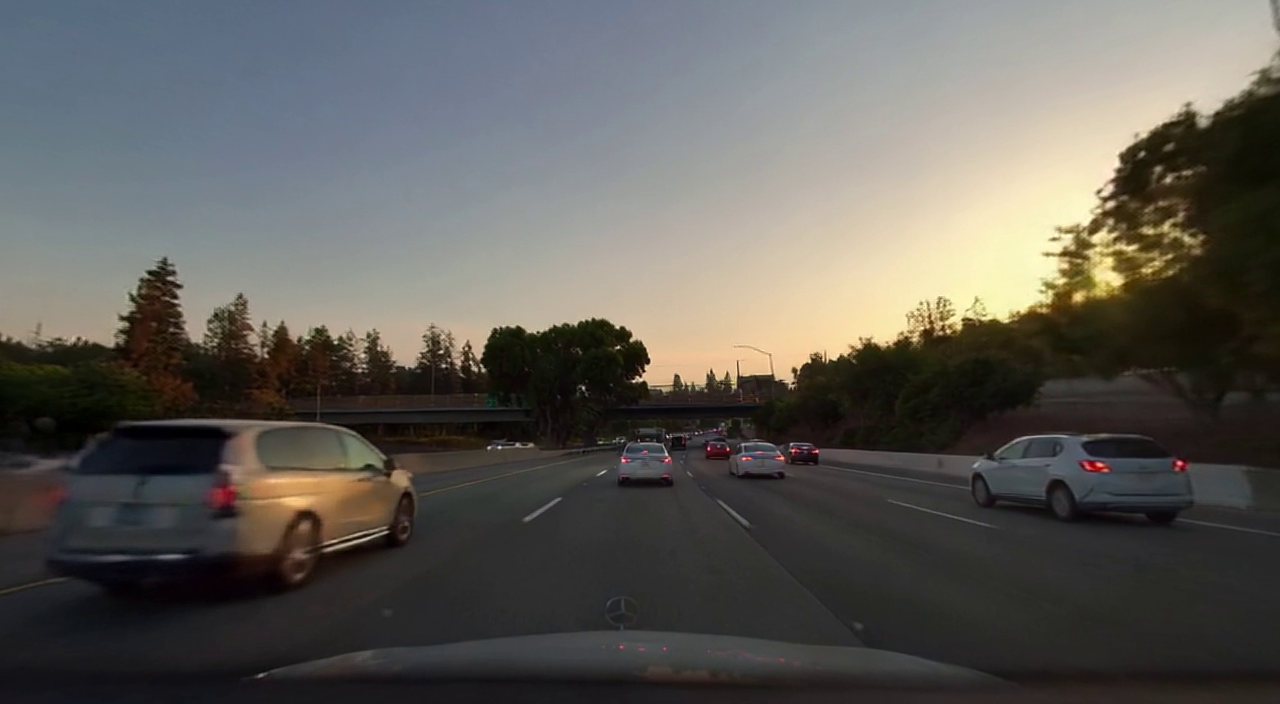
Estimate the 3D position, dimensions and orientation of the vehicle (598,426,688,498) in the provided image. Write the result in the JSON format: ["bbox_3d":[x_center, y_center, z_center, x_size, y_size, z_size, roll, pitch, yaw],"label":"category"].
[{"bbox_3d":[0.136,2.995,17.476,2.181,1.728,3.970,0,-9,2],"label":"vehicle"}]

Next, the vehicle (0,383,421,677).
[{"bbox_3d":[-4.035,1.342,5.949,2.128,1.627,4.697,0,-9,1],"label":"vehicle"}]

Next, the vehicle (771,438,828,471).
[{"bbox_3d":[8.208,5.332,32.802,1.956,1.588,4.305,0,-9,2],"label":"vehicle"}]

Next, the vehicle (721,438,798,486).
[{"bbox_3d":[4.126,3.875,22.458,1.999,1.514,4.338,0,-9,1],"label":"vehicle"}]

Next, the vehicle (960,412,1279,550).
[{"bbox_3d":[7.406,1.940,10.120,2.028,1.657,4.823,0,-9,1],"label":"vehicle"}]
